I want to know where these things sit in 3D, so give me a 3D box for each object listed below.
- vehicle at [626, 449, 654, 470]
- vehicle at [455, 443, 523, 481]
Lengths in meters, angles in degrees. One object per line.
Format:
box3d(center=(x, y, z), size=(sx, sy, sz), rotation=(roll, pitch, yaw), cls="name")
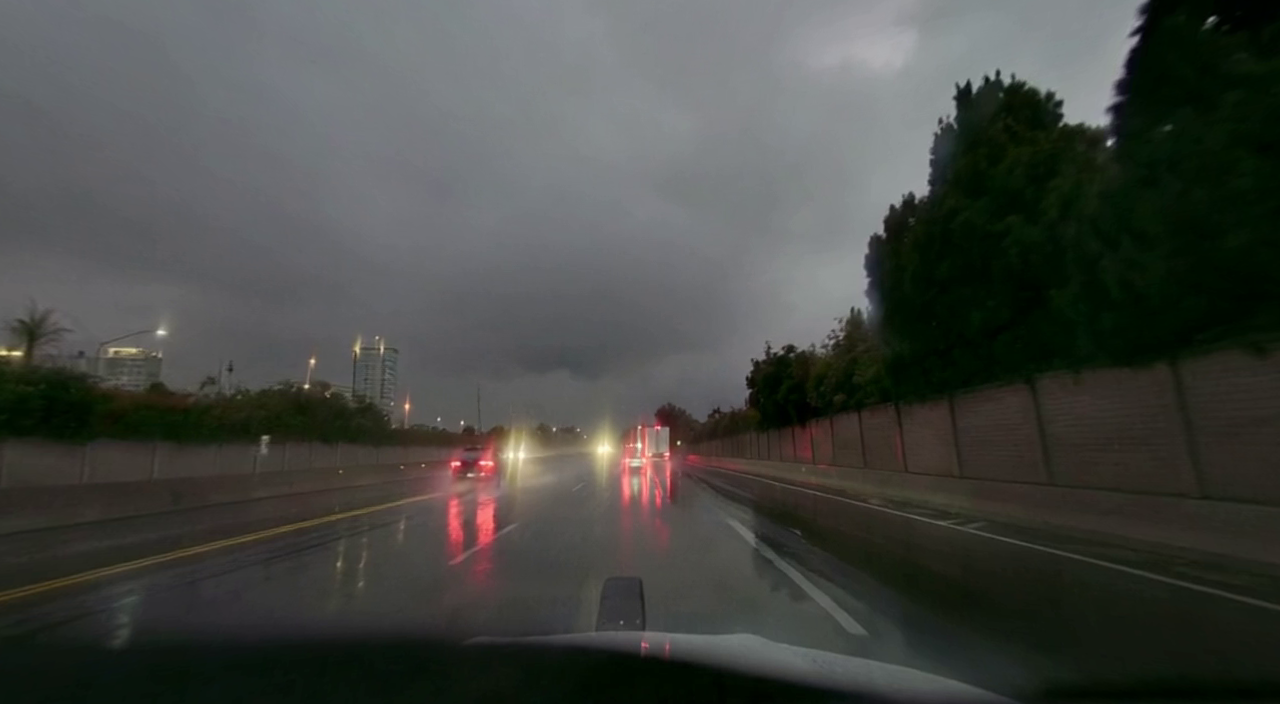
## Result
box3d(center=(-0.030, 8.314, 48.951), size=(2.033, 1.465, 3.775), rotation=(0, -9, -1), cls="vehicle")
box3d(center=(-7.330, 5.377, 31.117), size=(2.123, 1.671, 4.579), rotation=(-1, -9, 1), cls="vehicle")
